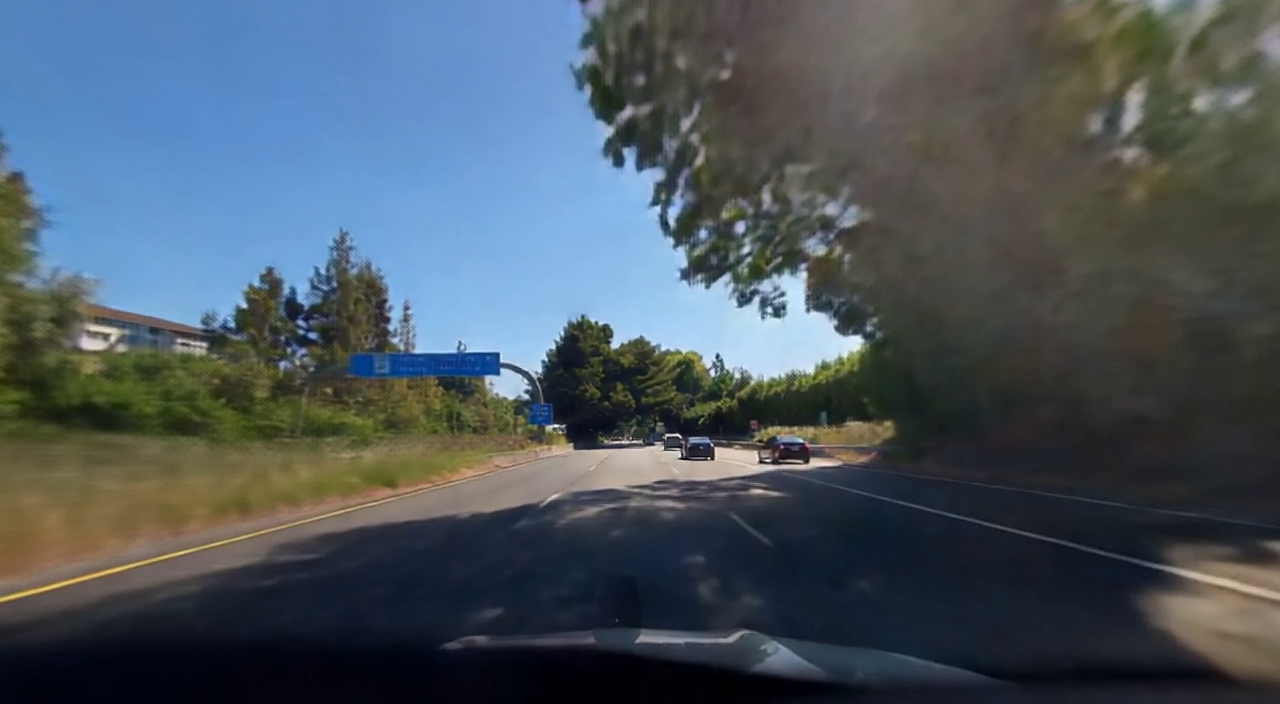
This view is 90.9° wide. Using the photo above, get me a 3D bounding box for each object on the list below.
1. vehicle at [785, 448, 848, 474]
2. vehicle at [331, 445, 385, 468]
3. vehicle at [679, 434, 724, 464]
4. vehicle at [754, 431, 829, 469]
[{"bbox_3d":[6.772,4.187,24.419,1.535,0.862,2.814,0,-8,-2],"label":"vehicle"},{"bbox_3d":[-19.339,7.179,43.386,1.727,1.419,4.340,0,-8,0],"label":"vehicle"},{"bbox_3d":[3.147,5.029,32.906,1.819,1.468,3.770,0,-8,-2],"label":"vehicle"},{"bbox_3d":[6.648,4.338,28.263,2.003,1.522,4.940,0,-8,-1],"label":"vehicle"}]
